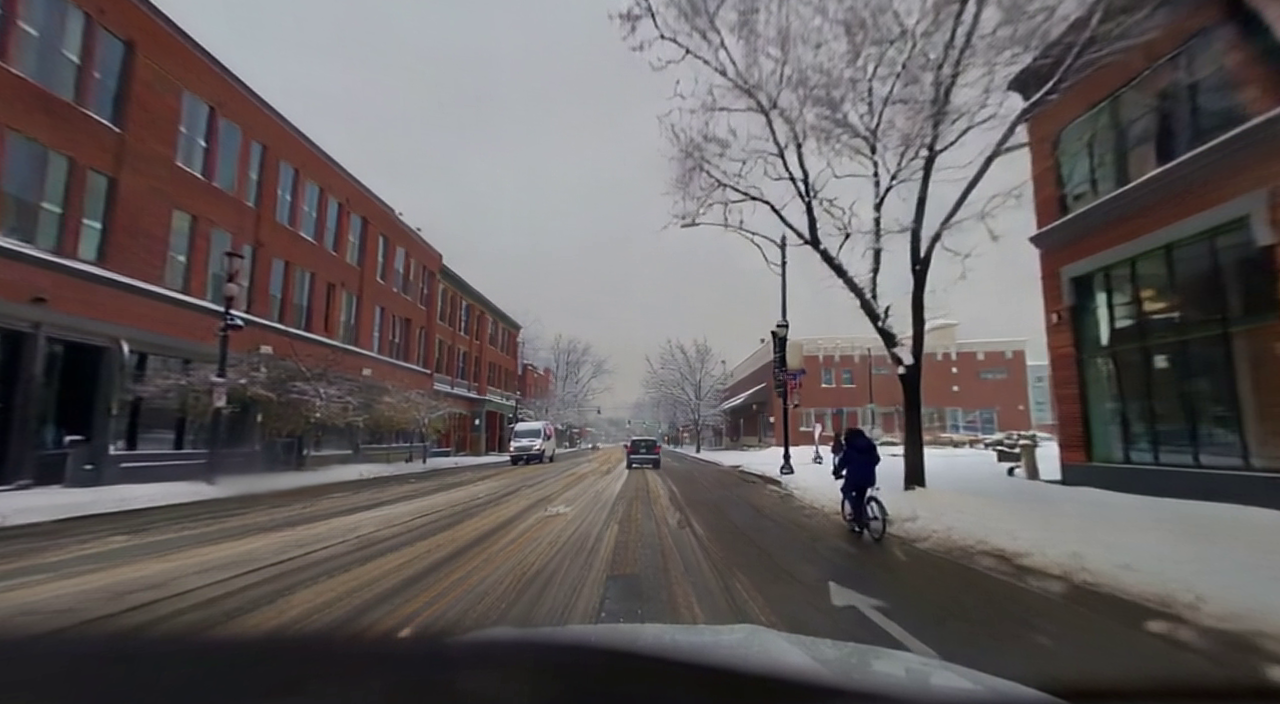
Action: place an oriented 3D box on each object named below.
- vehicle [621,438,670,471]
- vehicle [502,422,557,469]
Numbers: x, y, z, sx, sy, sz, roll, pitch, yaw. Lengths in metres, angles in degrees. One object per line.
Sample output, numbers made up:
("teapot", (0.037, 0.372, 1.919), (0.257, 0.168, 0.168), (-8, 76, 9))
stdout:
("vehicle", (0.311, 5.327, 33.027), (2.356, 1.572, 4.810), (0, -8, 1))
("vehicle", (-6.657, 5.706, 38.782), (2.418, 2.620, 5.522), (-1, -8, 0))
